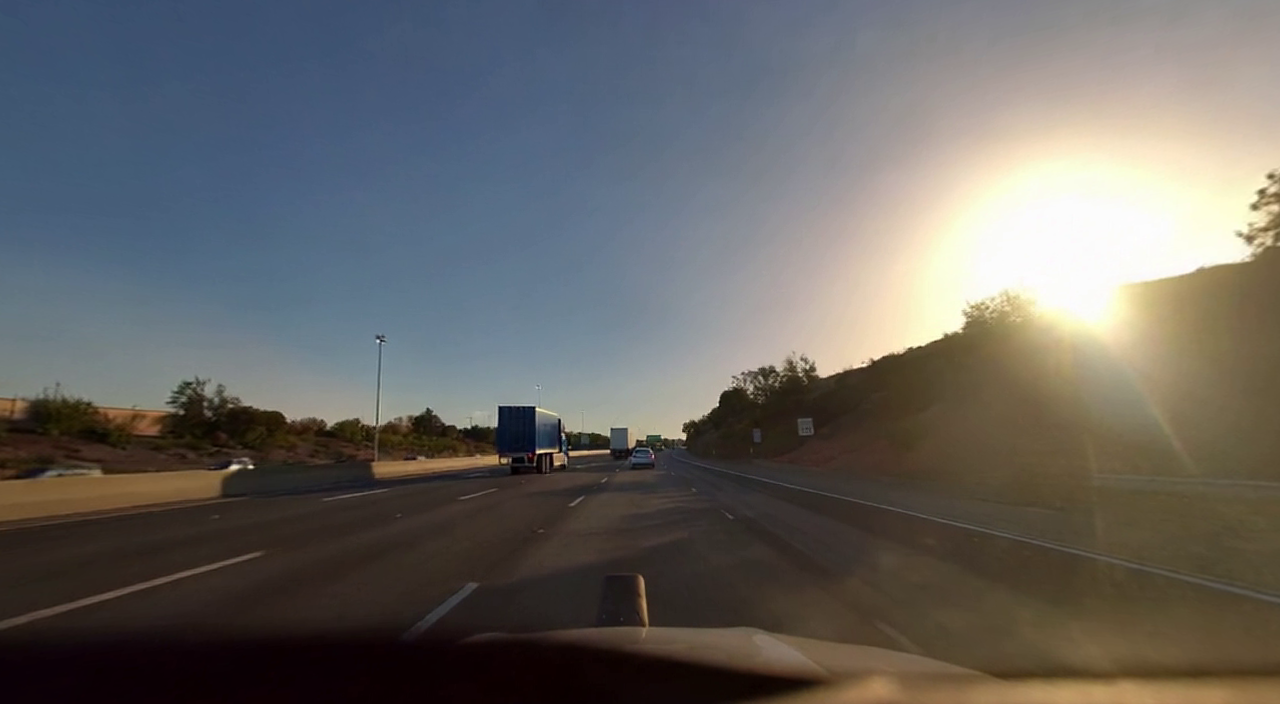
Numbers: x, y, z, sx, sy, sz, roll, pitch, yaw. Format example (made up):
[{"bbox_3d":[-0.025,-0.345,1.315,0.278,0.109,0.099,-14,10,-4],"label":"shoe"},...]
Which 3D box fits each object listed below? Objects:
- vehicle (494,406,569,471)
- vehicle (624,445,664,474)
[{"bbox_3d":[-6.984,5.922,42.632,3.067,3.804,11.136,0,-9,0],"label":"vehicle"},{"bbox_3d":[0.169,5.822,34.299,2.066,1.469,4.050,0,-9,-1],"label":"vehicle"}]
